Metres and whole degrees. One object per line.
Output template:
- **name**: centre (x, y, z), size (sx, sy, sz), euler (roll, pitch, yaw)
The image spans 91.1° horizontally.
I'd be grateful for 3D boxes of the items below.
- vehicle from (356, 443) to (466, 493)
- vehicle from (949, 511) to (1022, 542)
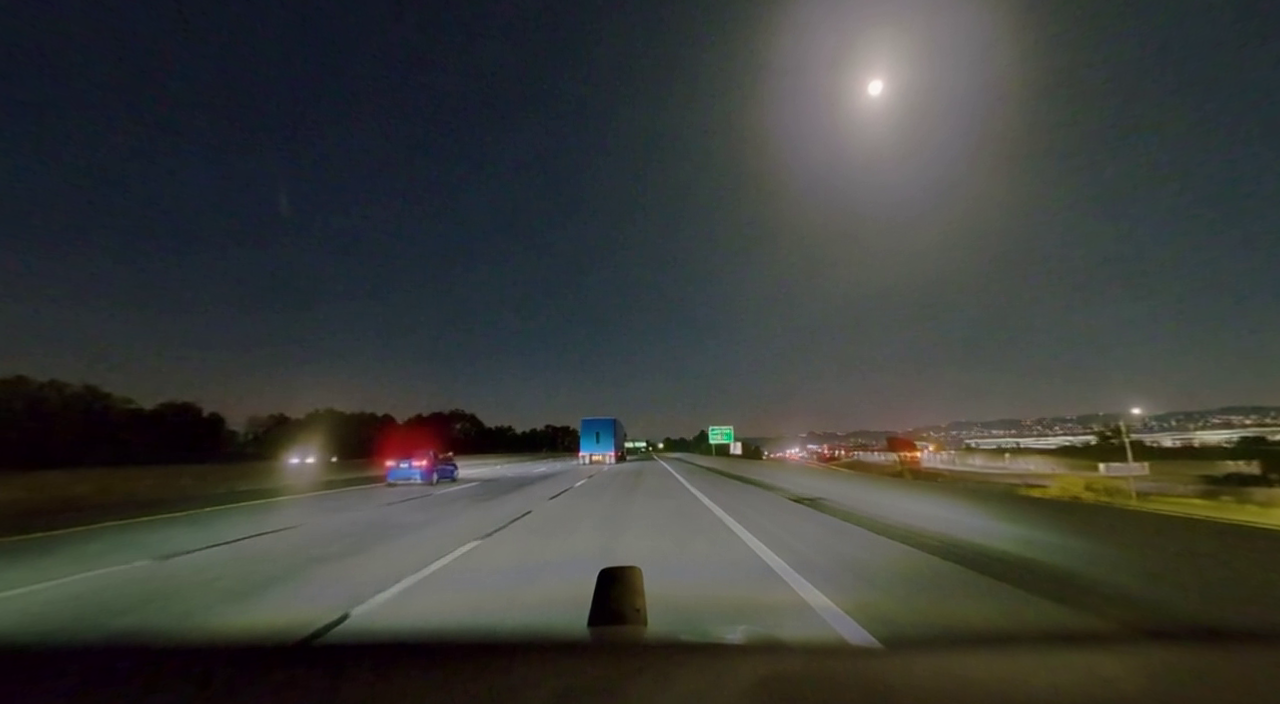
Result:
- **vehicle**: centre (-7.500, 3.818, 21.125), size (1.901, 1.467, 4.629), euler (-1, -9, 1)
- **vehicle**: centre (24.660, 12.494, 45.071), size (2.126, 1.475, 4.971), euler (0, -8, -5)
